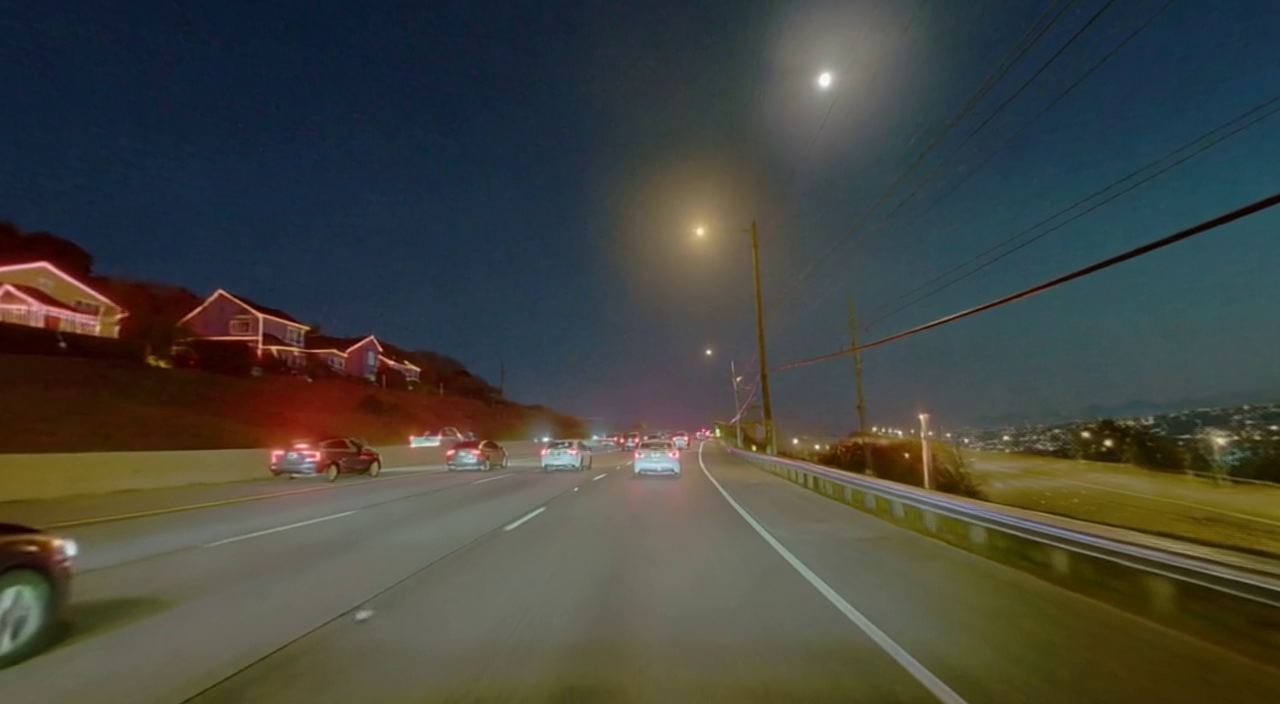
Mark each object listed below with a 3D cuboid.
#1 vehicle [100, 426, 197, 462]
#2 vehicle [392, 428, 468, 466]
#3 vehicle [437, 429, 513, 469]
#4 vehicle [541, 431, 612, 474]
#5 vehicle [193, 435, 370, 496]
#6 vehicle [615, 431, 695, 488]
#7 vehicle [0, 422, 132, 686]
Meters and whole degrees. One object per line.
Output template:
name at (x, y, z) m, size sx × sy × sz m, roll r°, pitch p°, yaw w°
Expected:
vehicle at (-28.072, 5.264, 36.164) m, size 2.055 × 1.926 × 3.904 m, roll -1°, pitch -8°, yaw 8°
vehicle at (-11.788, 5.403, 35.841) m, size 2.105 × 1.971 × 4.868 m, roll -1°, pitch -8°, yaw 7°
vehicle at (-8.179, 4.856, 31.720) m, size 2.080 × 1.833 × 4.461 m, roll -1°, pitch -8°, yaw 8°
vehicle at (-2.540, 4.203, 26.502) m, size 2.121 × 1.639 × 4.383 m, roll -1°, pitch -8°, yaw 6°
vehicle at (-9.636, 3.064, 17.489) m, size 1.959 × 1.469 × 4.450 m, roll -1°, pitch -8°, yaw 6°
vehicle at (0.496, 3.152, 18.727) m, size 2.109 × 1.495 × 3.935 m, roll 0°, pitch -8°, yaw 3°
vehicle at (-4.651, 0.921, 2.032) m, size 1.956 × 1.478 × 4.789 m, roll 0°, pitch -8°, yaw 2°
